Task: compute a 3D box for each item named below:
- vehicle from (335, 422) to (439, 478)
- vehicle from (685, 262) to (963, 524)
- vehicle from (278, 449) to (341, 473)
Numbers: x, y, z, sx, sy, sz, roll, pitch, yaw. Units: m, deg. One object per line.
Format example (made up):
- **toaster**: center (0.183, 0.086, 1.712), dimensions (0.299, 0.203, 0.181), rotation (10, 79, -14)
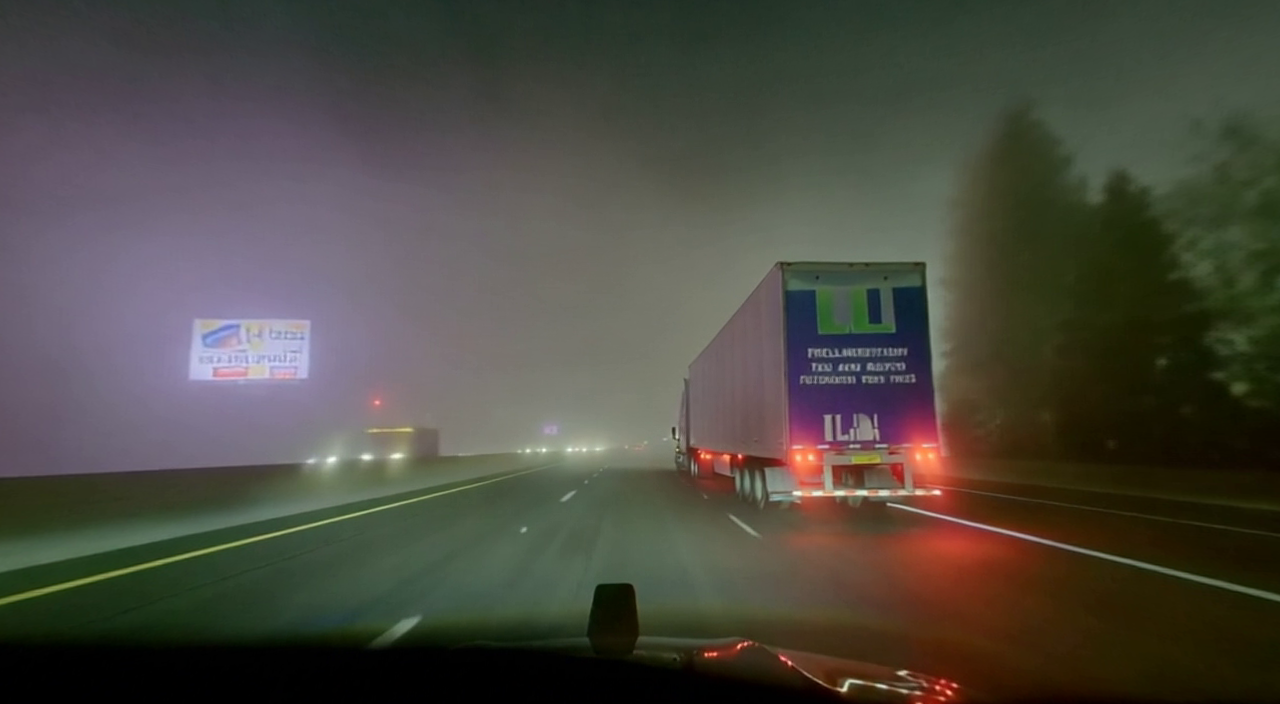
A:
- **vehicle**: center (-11.090, 4.357, 28.266), dimensions (2.416, 2.253, 5.336), rotation (0, -9, 0)
- **vehicle**: center (3.627, 1.909, 19.075), dimensions (2.891, 4.387, 17.121), rotation (0, -9, -1)
- **vehicle**: center (-23.061, 7.603, 44.284), dimensions (1.932, 1.501, 4.598), rotation (0, -9, 1)
